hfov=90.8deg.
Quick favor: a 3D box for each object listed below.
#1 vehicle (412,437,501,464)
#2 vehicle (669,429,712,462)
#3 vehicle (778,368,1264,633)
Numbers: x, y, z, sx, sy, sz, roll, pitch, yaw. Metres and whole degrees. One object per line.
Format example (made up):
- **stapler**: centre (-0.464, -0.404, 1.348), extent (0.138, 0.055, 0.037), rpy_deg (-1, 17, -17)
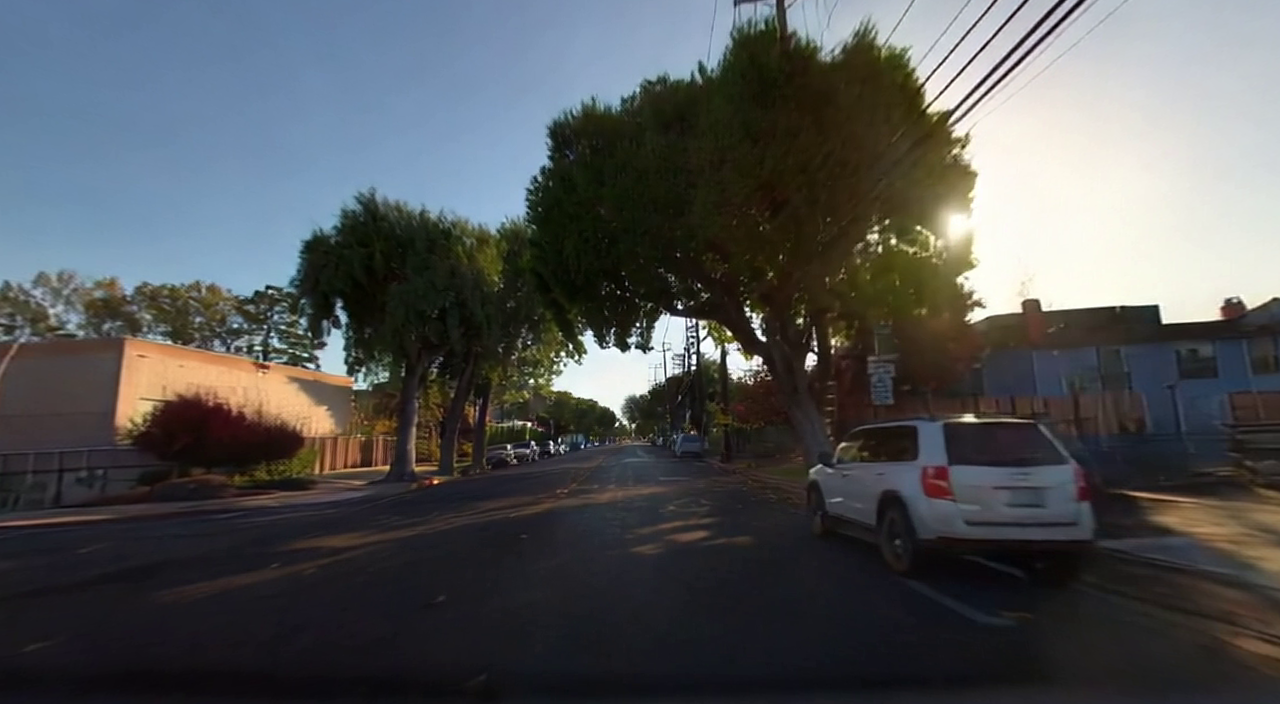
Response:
- **vehicle**: centre (-12.407, 6.692, 42.981), extent (5.330, 1.805, 2.170), rpy_deg (0, -8, 0)
- **vehicle**: centre (2.993, 5.726, 38.613), extent (2.120, 1.869, 4.773), rpy_deg (0, -8, -1)
- **vehicle**: centre (3.195, 1.394, 7.024), extent (2.138, 1.820, 5.218), rpy_deg (0, -8, 0)
